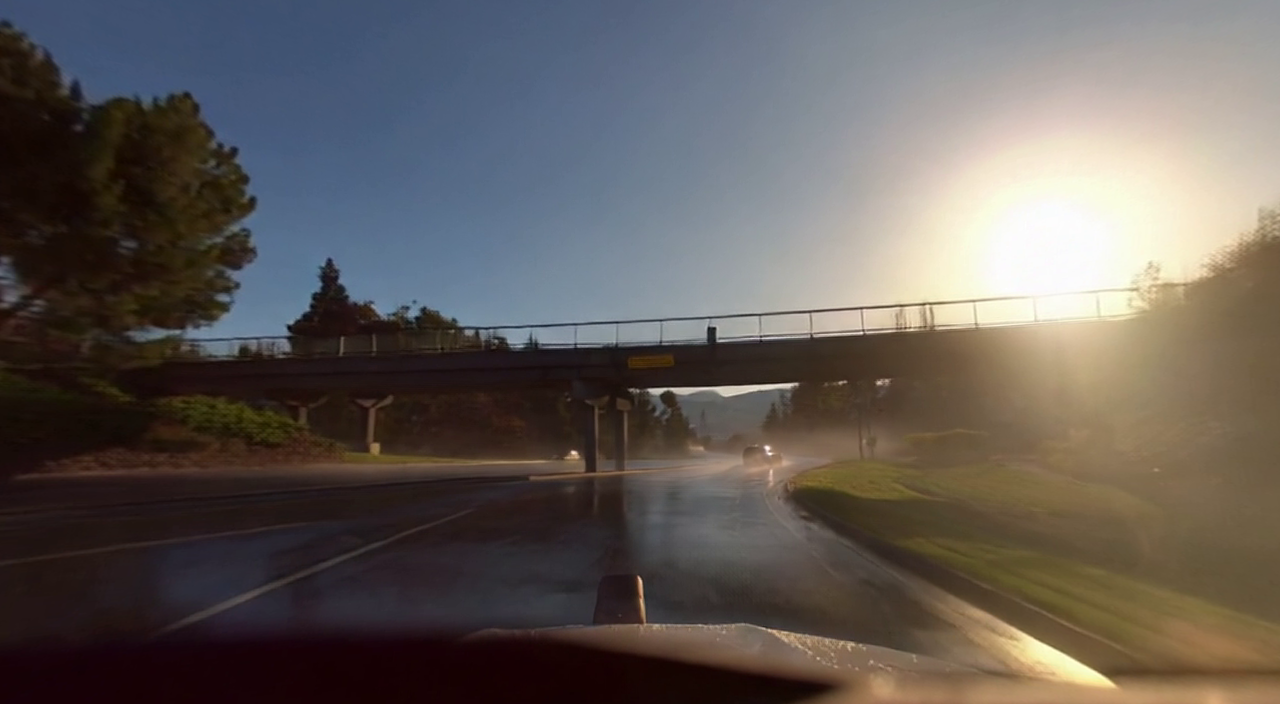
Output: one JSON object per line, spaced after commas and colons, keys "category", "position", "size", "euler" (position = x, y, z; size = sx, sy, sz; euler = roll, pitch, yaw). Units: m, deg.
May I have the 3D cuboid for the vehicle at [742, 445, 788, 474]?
{"category": "vehicle", "position": [6.809, 5.809, 34.021], "size": [1.980, 1.449, 3.650], "euler": [-3, -9, 18]}
